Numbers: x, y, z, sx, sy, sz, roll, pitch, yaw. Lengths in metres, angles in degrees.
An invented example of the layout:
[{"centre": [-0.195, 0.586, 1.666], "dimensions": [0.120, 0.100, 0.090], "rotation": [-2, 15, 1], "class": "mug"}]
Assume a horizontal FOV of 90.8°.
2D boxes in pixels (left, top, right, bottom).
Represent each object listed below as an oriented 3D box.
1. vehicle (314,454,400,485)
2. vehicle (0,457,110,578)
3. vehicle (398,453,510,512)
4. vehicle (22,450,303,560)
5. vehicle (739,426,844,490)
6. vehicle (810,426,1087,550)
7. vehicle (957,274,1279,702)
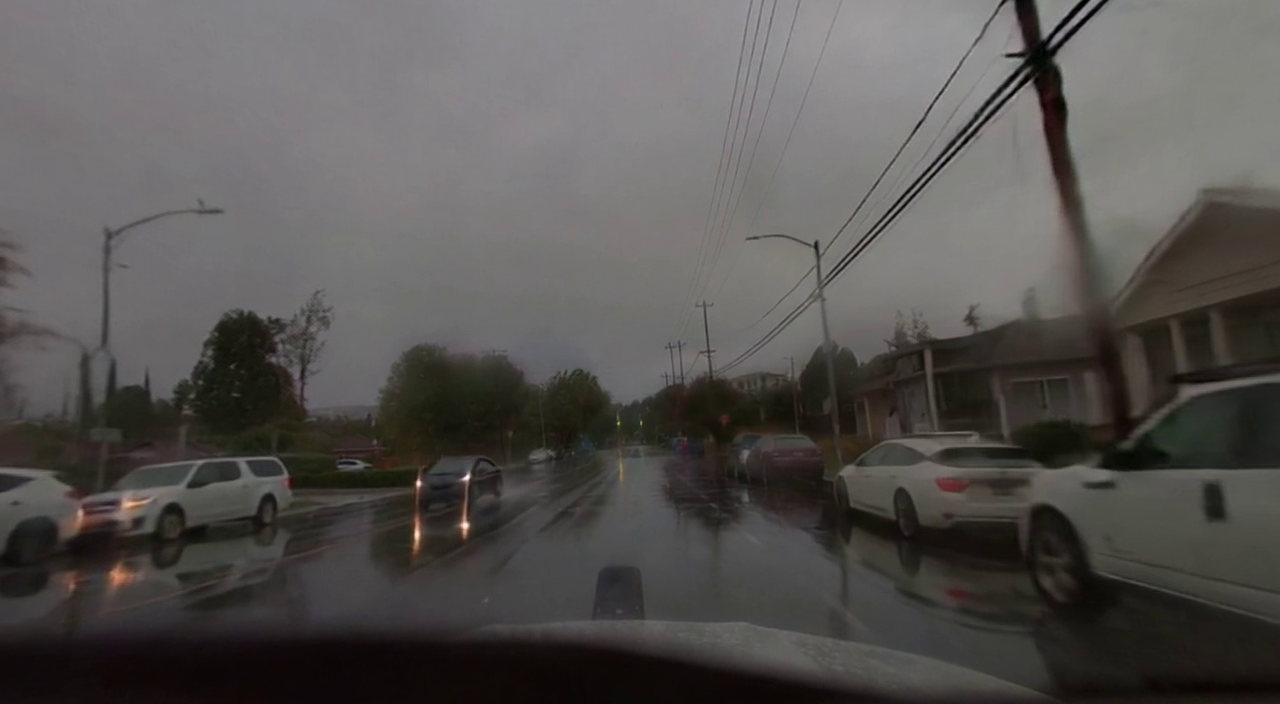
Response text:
[{"centre": [-18.614, 7.670, 41.667], "dimensions": [4.676, 1.846, 1.967], "rotation": [8, -12, -44], "class": "vehicle"}, {"centre": [-11.069, 2.499, 9.080], "dimensions": [2.089, 1.837, 5.499], "rotation": [0, -8, 1], "class": "vehicle"}, {"centre": [-5.480, 3.860, 19.252], "dimensions": [1.948, 1.502, 4.434], "rotation": [-1, -8, 2], "class": "vehicle"}, {"centre": [-10.811, 3.414, 15.181], "dimensions": [2.282, 2.060, 5.738], "rotation": [0, -8, -1], "class": "vehicle"}, {"centre": [4.592, 3.308, 20.028], "dimensions": [1.980, 1.773, 4.853], "rotation": [0, -8, -2], "class": "vehicle"}, {"centre": [4.544, 2.069, 10.457], "dimensions": [2.001, 1.532, 5.029], "rotation": [0, -8, -1], "class": "vehicle"}, {"centre": [4.436, 0.754, 3.647], "dimensions": [2.330, 2.160, 5.550], "rotation": [0, -8, 0], "class": "vehicle"}]
